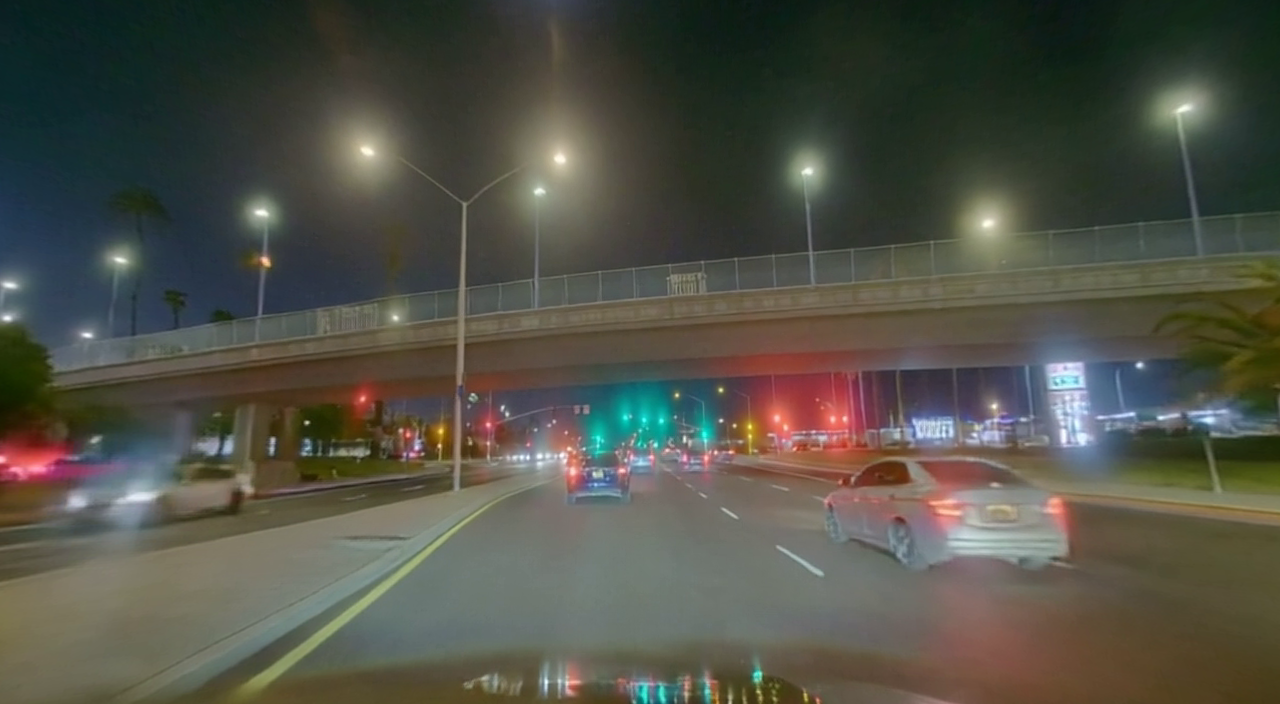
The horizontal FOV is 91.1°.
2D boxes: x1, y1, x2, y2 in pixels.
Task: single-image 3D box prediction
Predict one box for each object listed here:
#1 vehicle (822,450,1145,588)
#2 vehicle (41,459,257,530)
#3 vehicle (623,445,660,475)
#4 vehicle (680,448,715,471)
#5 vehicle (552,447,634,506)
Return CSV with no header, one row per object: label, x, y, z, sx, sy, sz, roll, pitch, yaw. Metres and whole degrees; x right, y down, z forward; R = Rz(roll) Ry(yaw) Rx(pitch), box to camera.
vehicle,4.195,2.073,8.681,2.156,1.404,4.120,0,-9,1
vehicle,-12.861,3.724,16.983,1.963,1.518,4.822,1,-9,-1
vehicle,0.076,6.687,39.026,2.172,1.694,4.055,1,-9,0
vehicle,4.102,7.739,45.413,2.119,1.509,4.495,1,-9,0
vehicle,-1.348,3.577,18.520,2.111,1.506,4.018,1,-9,-3
